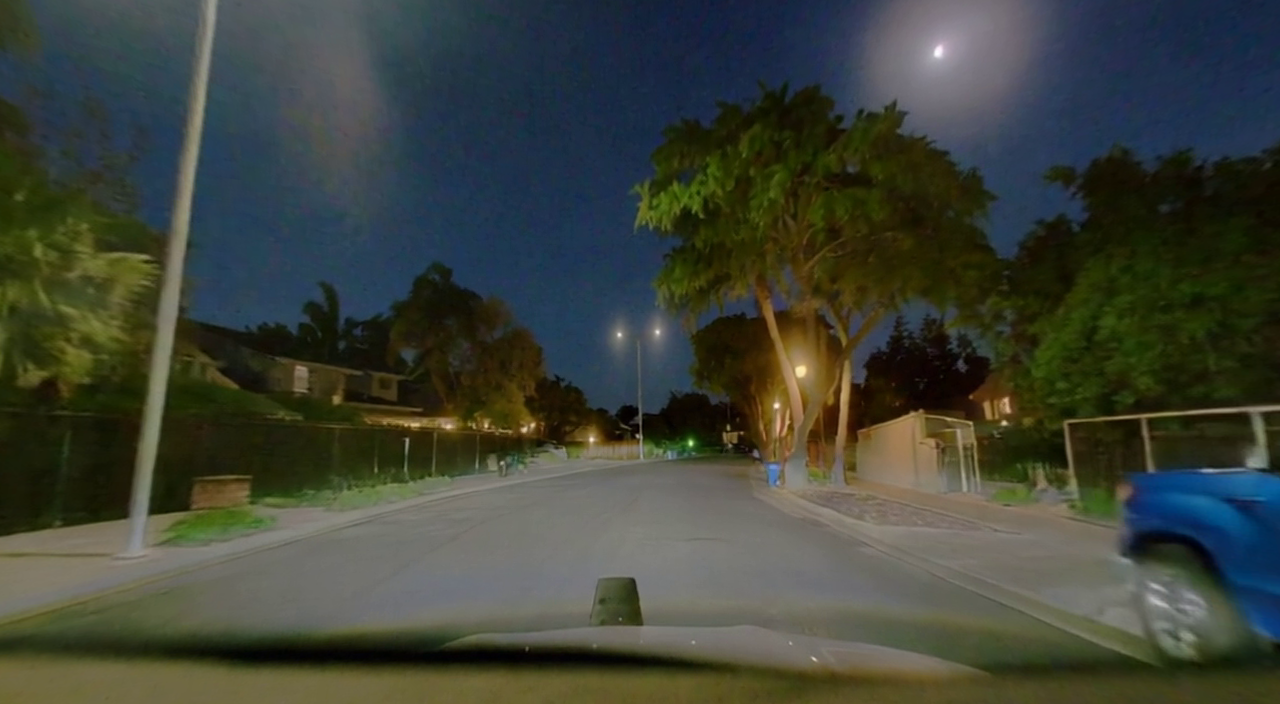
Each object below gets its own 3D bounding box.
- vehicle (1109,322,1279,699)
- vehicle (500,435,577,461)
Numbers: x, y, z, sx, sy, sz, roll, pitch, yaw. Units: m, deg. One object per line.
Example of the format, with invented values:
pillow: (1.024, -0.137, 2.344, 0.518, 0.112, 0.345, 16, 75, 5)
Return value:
vehicle: (4.619, 0.634, 1.876, 2.467, 2.034, 5.470, 0, -8, 4)
vehicle: (-7.882, 7.493, 49.336, 5.497, 1.983, 2.191, -1, -9, 8)
